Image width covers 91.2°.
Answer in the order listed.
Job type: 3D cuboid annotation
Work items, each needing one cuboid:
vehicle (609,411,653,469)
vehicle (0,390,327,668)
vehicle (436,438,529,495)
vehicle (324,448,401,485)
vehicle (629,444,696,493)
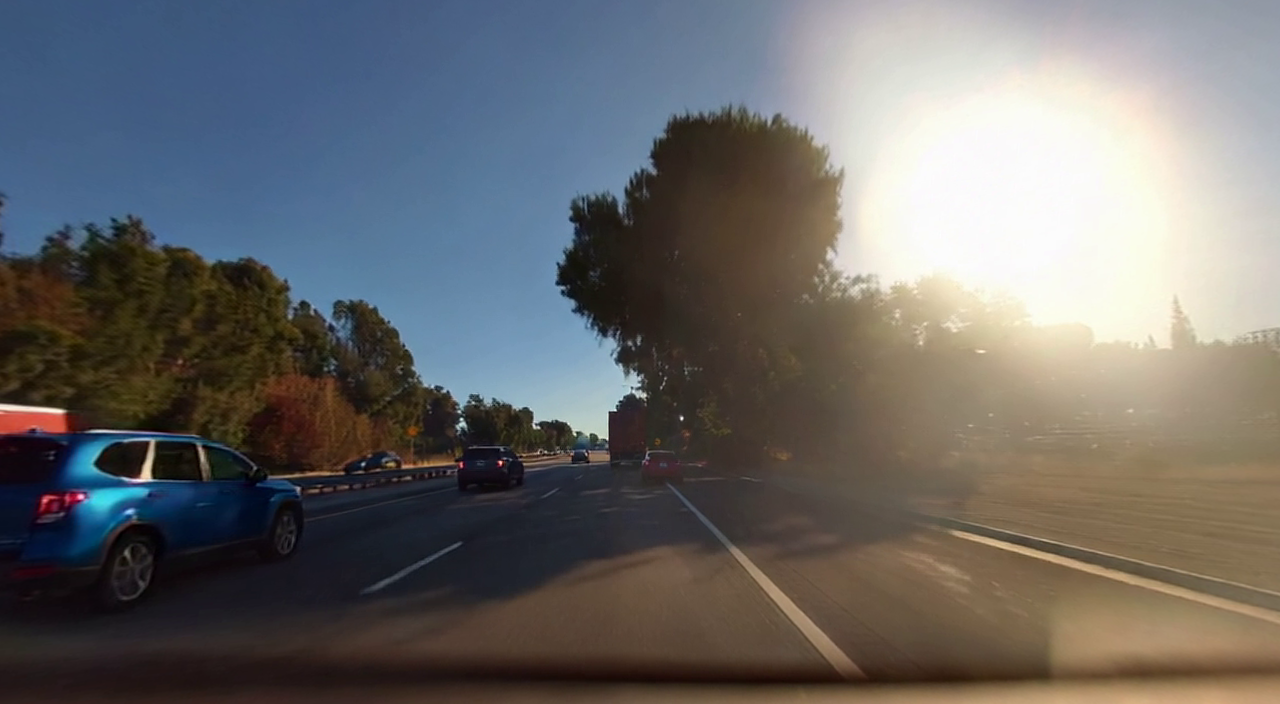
[{"bbox_3d":[-0.819,7.090,49.986,3.113,4.066,10.786,0,-9,-2],"label":"vehicle"},{"bbox_3d":[-4.959,1.376,5.700,2.100,1.671,4.105,0,-9,0],"label":"vehicle"},{"bbox_3d":[-5.070,3.741,20.767,2.035,1.664,4.064,0,-9,0],"label":"vehicle"},{"bbox_3d":[-13.210,5.449,30.129,1.899,1.597,4.062,0,-9,-1],"label":"vehicle"},{"bbox_3d":[0.647,3.886,21.233,2.026,1.489,4.045,0,-9,-1],"label":"vehicle"}]
